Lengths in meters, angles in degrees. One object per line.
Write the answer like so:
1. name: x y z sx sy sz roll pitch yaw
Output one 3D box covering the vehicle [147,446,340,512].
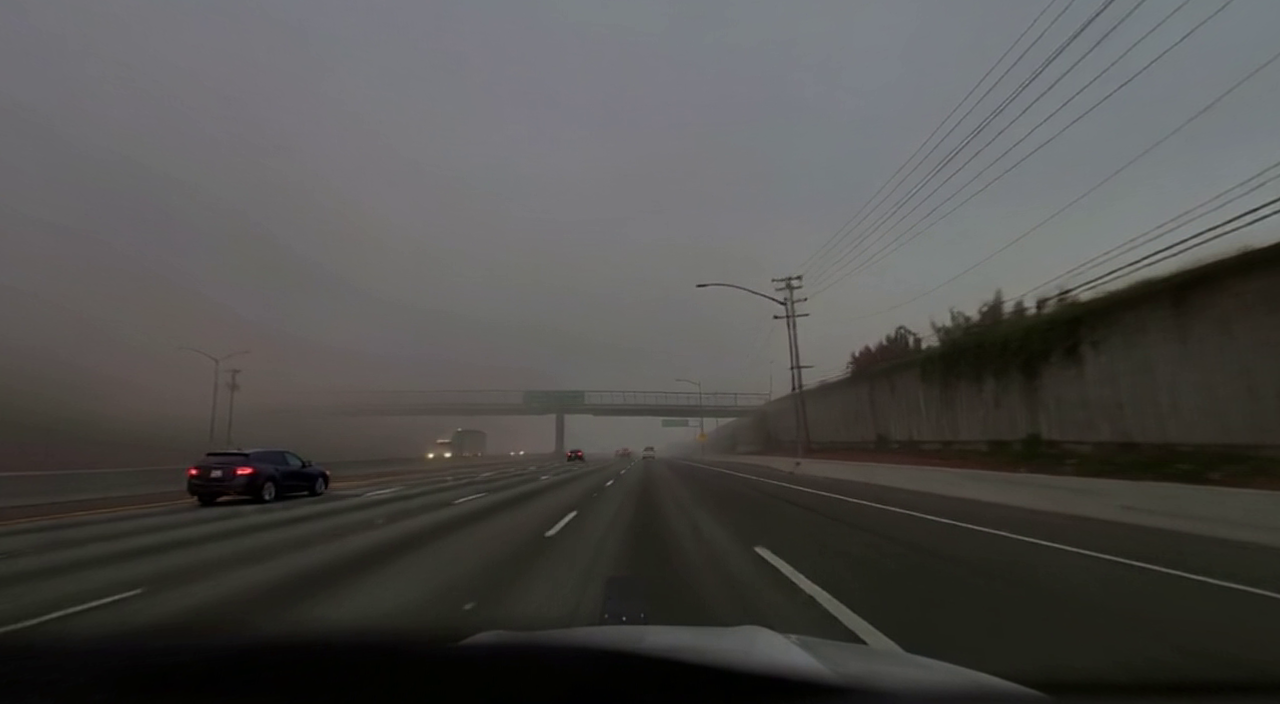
1. vehicle: -10.102 3.221 16.623 2.056 1.476 4.562 0 -8 1
